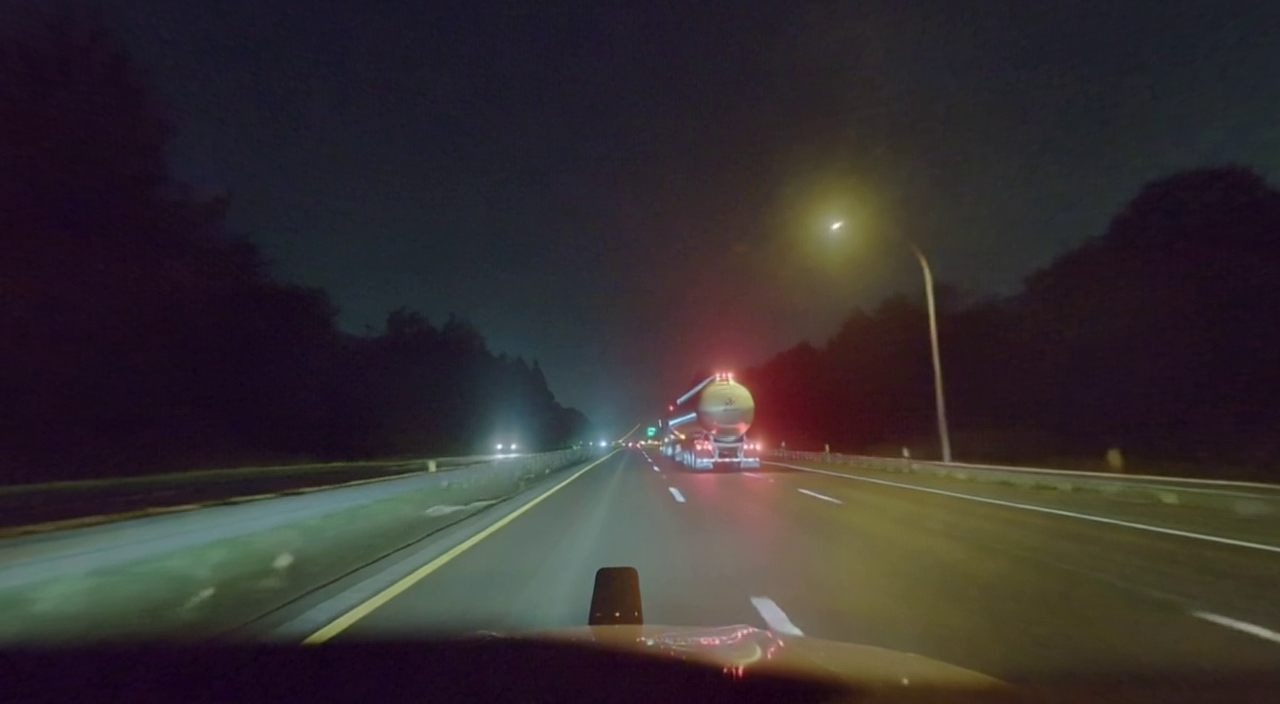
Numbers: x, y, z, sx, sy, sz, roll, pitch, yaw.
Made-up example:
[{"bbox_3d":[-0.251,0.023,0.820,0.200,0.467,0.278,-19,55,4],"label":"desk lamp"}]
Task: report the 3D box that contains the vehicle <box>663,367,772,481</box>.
[{"bbox_3d":[2.753,3.140,26.532,2.946,3.745,11.516,0,-8,-1],"label":"vehicle"}]
